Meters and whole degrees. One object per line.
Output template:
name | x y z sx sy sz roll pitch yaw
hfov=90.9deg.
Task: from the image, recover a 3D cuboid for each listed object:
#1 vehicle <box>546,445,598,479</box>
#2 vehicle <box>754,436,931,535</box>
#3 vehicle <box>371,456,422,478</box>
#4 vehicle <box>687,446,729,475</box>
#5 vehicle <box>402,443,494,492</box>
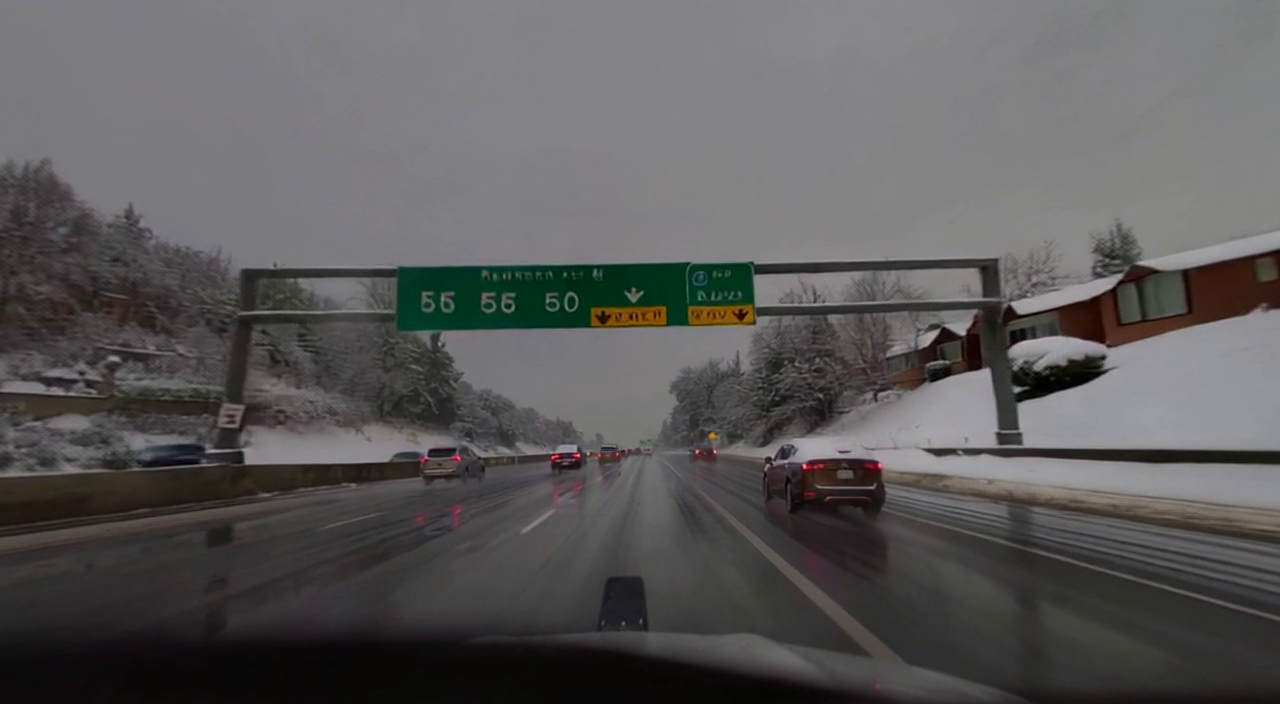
vehicle | -3.384 5.533 32.109 2.136 1.571 4.285 0 -8 1
vehicle | 3.547 2.391 11.988 1.912 1.509 4.291 0 -8 0
vehicle | -18.635 8.794 48.453 1.959 1.483 4.641 -1 -8 2
vehicle | 3.697 5.930 34.702 1.854 1.438 3.954 0 -8 0
vehicle | -7.225 4.366 24.245 2.057 1.681 4.277 0 -8 1
